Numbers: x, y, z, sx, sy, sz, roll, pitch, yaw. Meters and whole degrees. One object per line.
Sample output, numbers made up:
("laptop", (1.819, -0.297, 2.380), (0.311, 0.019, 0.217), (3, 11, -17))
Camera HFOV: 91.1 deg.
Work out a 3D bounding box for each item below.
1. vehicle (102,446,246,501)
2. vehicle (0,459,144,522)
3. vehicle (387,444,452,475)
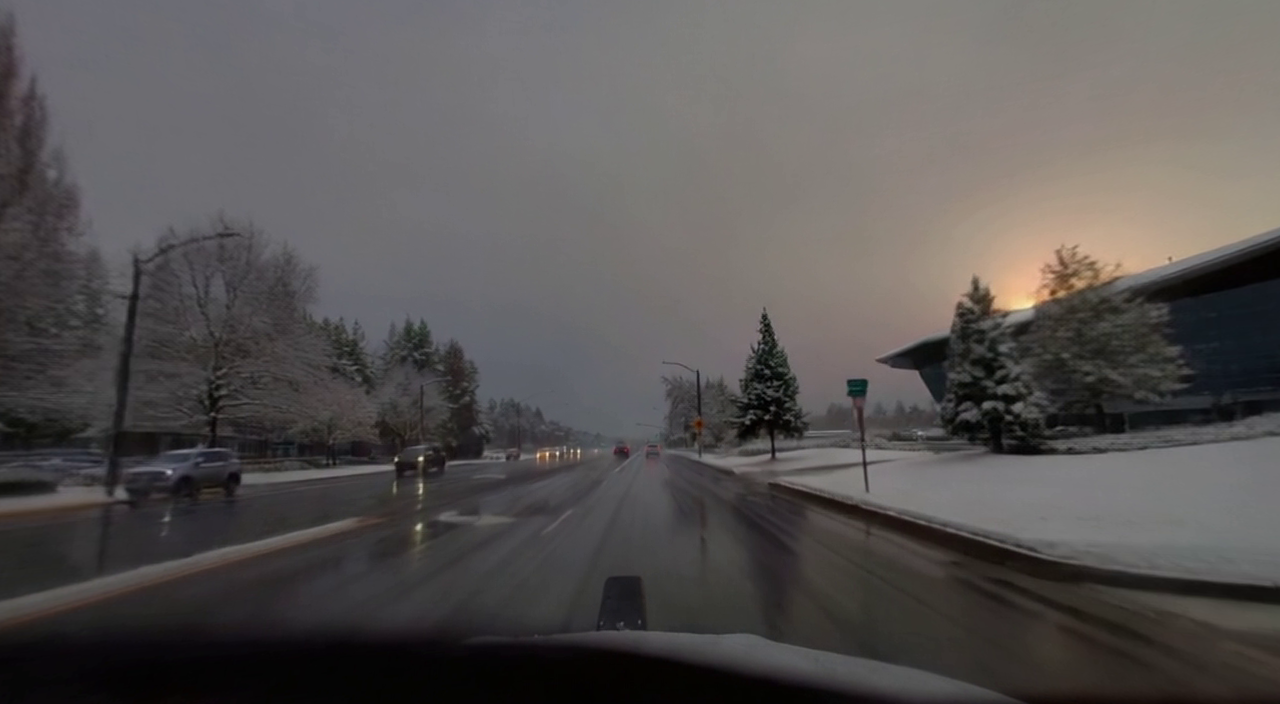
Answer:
("vehicle", (-17.295, 4.498, 23.651), (1.998, 1.724, 4.486), (-3, -9, 0))
("vehicle", (-17.388, 3.903, 18.063), (1.955, 1.486, 5.112), (-1, -8, 2))
("vehicle", (-13.353, 6.514, 38.394), (2.145, 1.754, 4.777), (0, -8, 1))
